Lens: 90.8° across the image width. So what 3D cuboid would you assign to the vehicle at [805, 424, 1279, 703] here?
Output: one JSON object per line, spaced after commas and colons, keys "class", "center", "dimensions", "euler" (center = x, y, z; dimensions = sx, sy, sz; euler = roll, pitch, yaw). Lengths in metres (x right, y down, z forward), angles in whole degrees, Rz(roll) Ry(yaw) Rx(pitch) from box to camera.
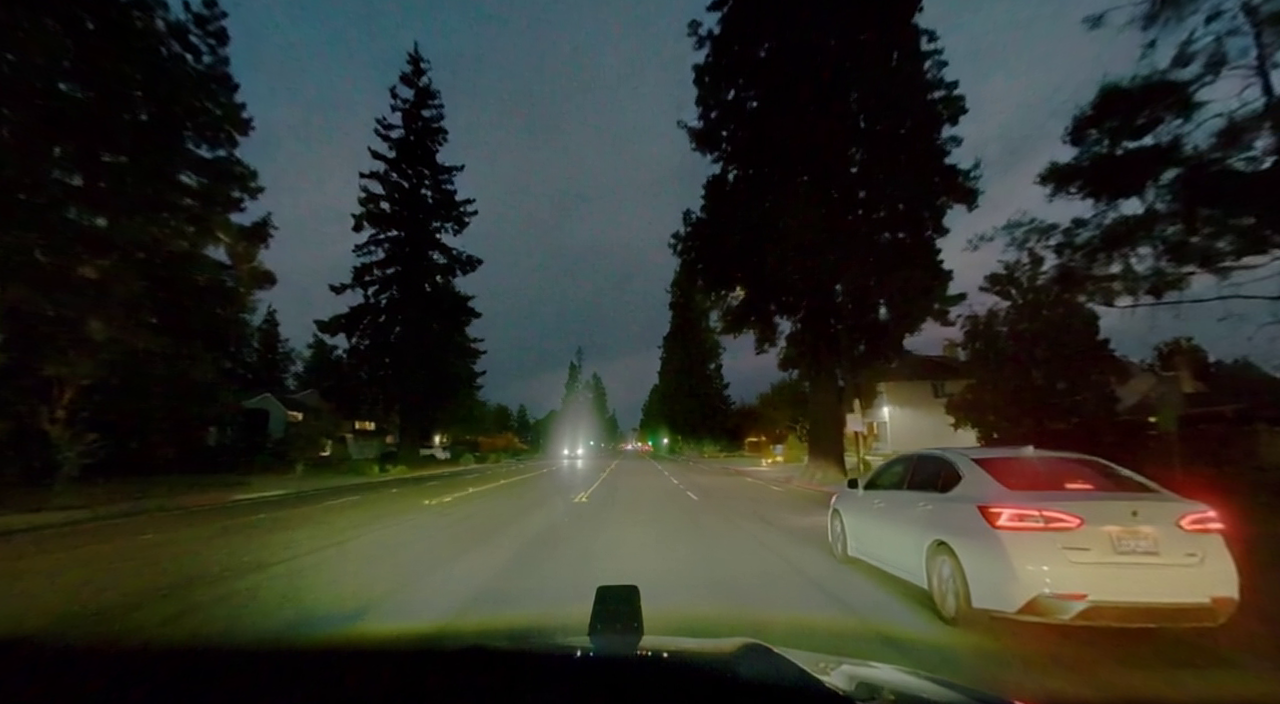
{"class": "vehicle", "center": [3.094, 1.471, 5.590], "dimensions": [2.057, 1.493, 4.225], "euler": [0, -9, -1]}
